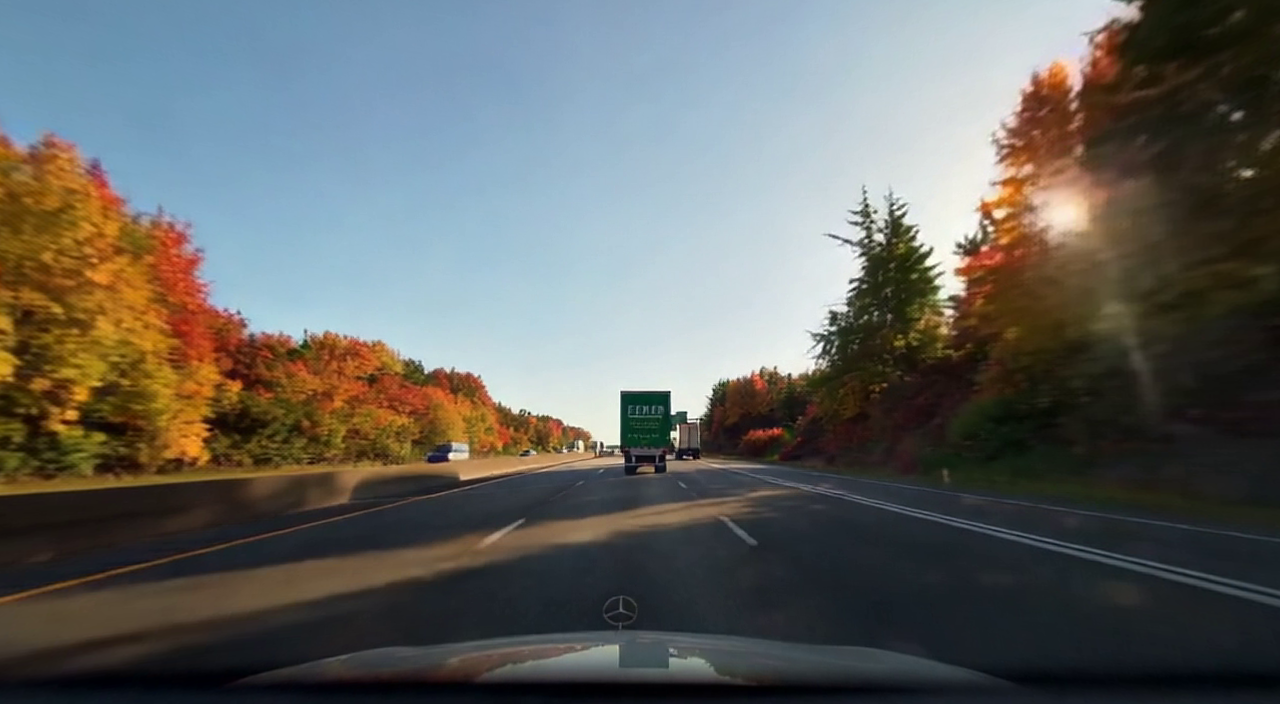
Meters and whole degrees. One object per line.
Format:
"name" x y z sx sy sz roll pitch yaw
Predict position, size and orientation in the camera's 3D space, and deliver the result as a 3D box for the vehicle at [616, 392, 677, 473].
"vehicle" 0.298 4.881 37.120 3.057 4.073 10.792 0 -9 0
